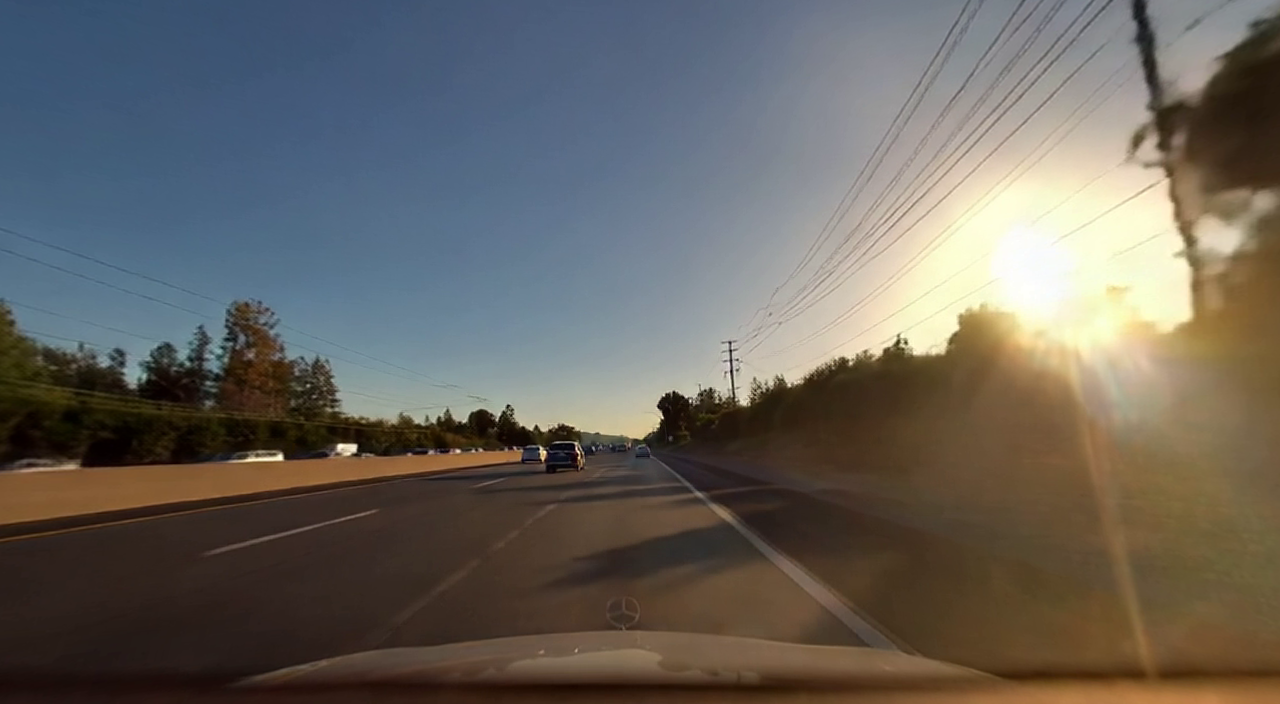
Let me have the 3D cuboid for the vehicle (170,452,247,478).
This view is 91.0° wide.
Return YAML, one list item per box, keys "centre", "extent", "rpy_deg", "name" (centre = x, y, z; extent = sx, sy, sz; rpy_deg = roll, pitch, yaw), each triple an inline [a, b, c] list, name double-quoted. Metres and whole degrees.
- centre: [-28.495, 7.462, 41.771]
  extent: [1.886, 1.594, 4.530]
  rpy_deg: [0, -9, 0]
  name: "vehicle"

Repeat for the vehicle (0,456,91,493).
- centre: [-28.620, 5.642, 29.347]
  extent: [1.901, 1.511, 4.551]
  rpy_deg: [0, -9, 0]
  name: "vehicle"

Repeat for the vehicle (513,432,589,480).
- centre: [-3.828, 4.625, 28.196]
  extent: [2.577, 1.939, 5.408]
  rpy_deg: [0, -9, 1]
  name: "vehicle"

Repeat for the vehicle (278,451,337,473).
- centre: [-24.458, 8.103, 46.514]
  extent: [1.841, 1.514, 4.484]
  rpy_deg: [0, -9, 0]
  name: "vehicle"
